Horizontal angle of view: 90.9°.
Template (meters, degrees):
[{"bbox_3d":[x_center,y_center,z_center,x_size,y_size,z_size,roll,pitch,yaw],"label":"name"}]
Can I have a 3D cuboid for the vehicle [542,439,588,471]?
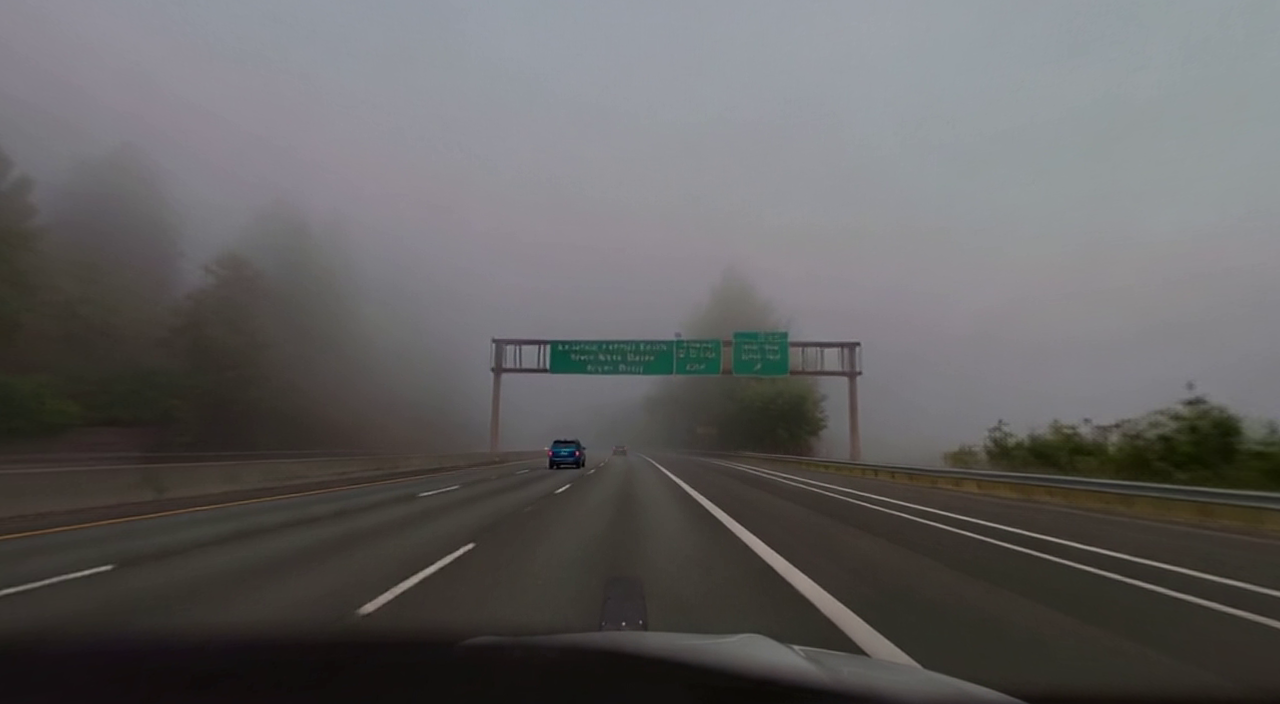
[{"bbox_3d":[-4.249,5.924,36.586,2.162,1.724,4.537,0,-8,-1],"label":"vehicle"}]
